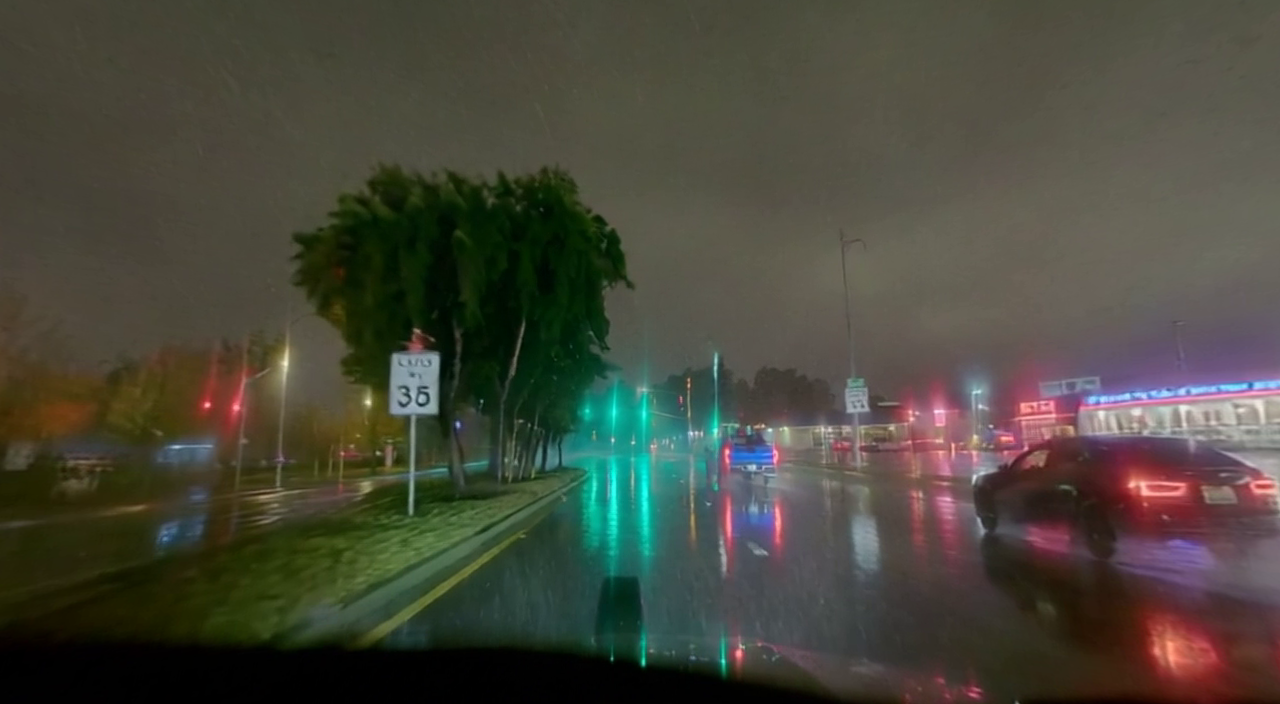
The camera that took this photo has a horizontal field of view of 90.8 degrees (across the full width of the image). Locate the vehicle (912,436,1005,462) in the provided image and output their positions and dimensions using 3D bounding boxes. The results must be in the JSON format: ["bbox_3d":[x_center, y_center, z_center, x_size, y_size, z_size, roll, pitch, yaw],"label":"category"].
[{"bbox_3d":[18.346,5.620,36.517,4.337,1.447,1.933,0,-8,0],"label":"vehicle"}]

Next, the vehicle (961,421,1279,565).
[{"bbox_3d":[6.612,1.786,8.776,1.986,1.480,4.296,0,-8,-1],"label":"vehicle"}]

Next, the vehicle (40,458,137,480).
[{"bbox_3d":[-40.306,8.531,46.283,1.803,1.468,5.050,-7,-11,39],"label":"vehicle"}]

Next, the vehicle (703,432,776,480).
[{"bbox_3d":[3.920,4.208,25.838,2.214,1.749,4.998,0,-8,1],"label":"vehicle"}]
